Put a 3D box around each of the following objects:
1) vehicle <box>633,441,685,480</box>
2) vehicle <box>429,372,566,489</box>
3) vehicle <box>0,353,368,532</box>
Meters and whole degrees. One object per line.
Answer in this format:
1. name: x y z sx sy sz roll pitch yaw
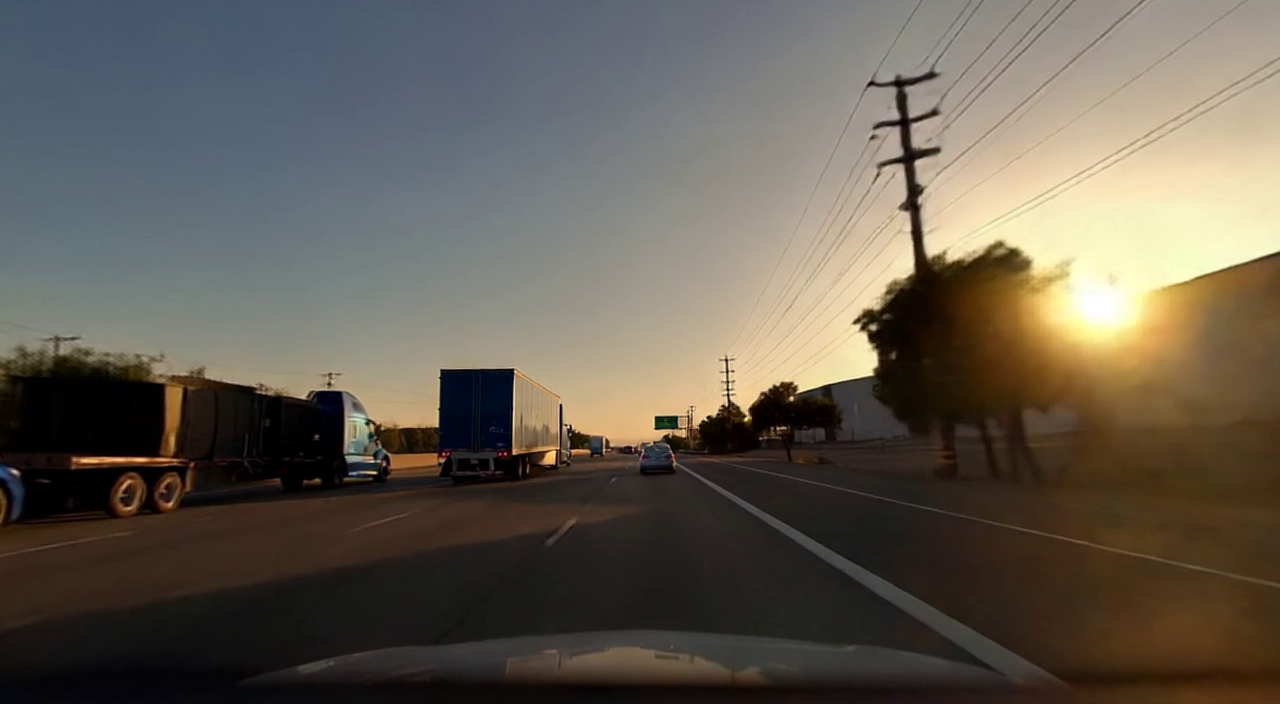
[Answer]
1. vehicle: 0.745 4.604 27.035 2.055 1.514 4.323 0 -8 0
2. vehicle: -5.861 3.861 29.774 2.907 4.081 15.311 0 -8 0
3. vehicle: -10.494 2.284 15.923 2.896 3.140 9.491 0 -8 1
